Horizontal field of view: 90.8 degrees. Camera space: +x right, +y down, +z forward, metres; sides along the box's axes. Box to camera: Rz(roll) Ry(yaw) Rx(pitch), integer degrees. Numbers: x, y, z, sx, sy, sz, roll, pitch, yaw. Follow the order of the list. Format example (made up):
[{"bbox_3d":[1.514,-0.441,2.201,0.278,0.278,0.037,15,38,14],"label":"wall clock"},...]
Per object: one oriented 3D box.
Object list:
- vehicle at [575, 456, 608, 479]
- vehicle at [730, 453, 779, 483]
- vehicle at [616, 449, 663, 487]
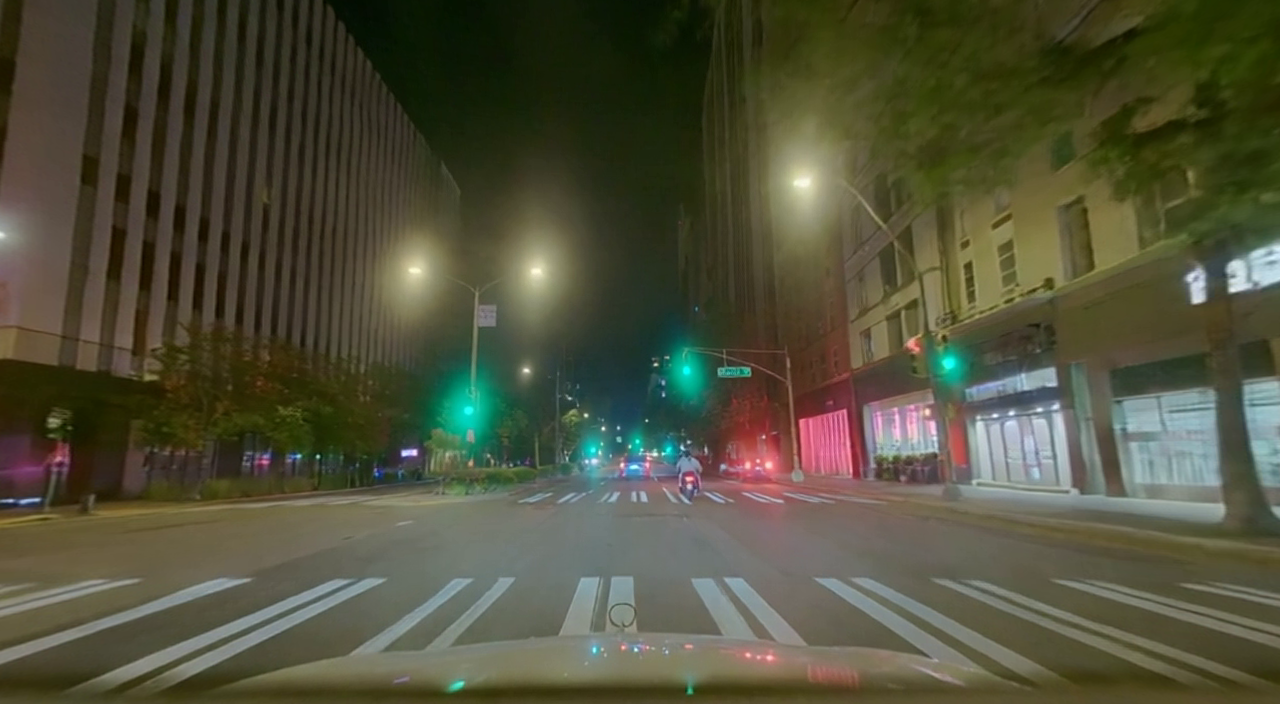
[{"bbox_3d":[-3.388,8.164,44.770,2.014,1.470,4.552,0,-8,-1],"label":"vehicle"},{"bbox_3d":[6.728,6.893,37.705,2.069,1.590,4.066,0,-8,-1],"label":"vehicle"},{"bbox_3d":[-0.072,5.862,32.291,2.223,1.775,4.250,0,-8,-1],"label":"vehicle"}]
